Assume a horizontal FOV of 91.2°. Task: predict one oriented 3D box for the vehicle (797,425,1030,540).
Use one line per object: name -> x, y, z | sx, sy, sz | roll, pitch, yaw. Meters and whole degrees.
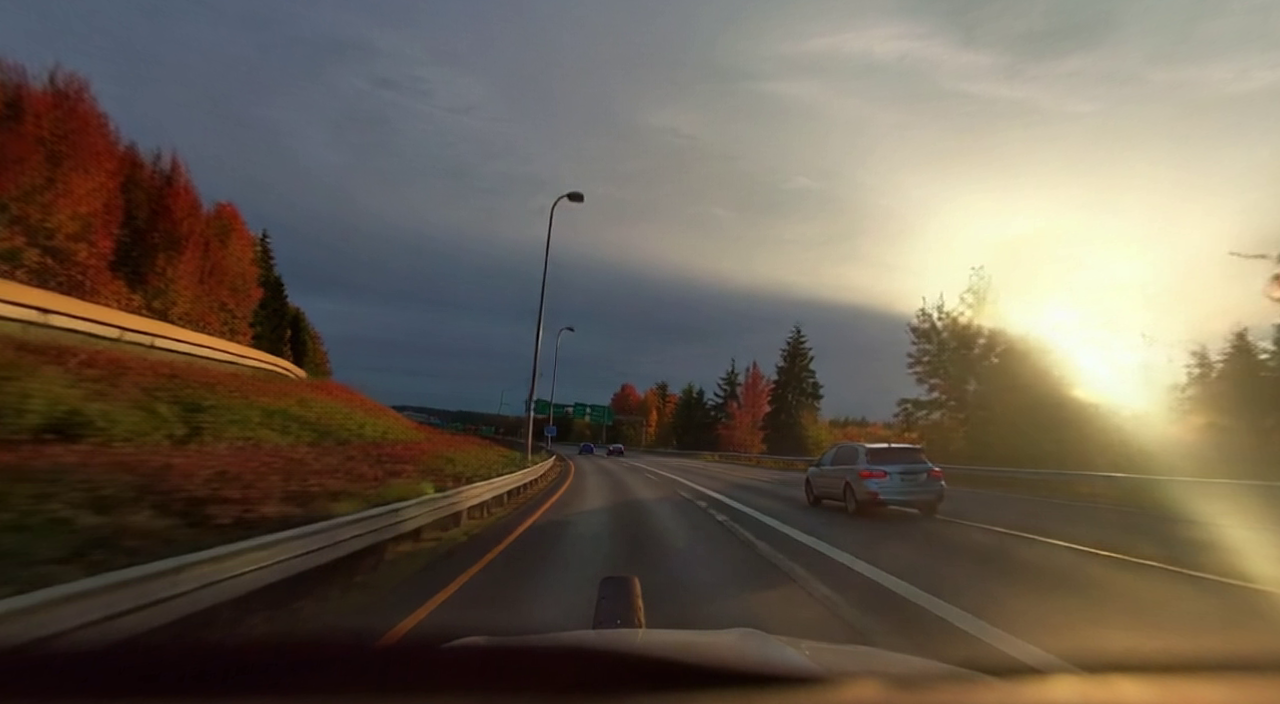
vehicle -> 4.291, 2.114, 10.695 | 1.952, 1.536, 4.036 | 0, -9, -3
